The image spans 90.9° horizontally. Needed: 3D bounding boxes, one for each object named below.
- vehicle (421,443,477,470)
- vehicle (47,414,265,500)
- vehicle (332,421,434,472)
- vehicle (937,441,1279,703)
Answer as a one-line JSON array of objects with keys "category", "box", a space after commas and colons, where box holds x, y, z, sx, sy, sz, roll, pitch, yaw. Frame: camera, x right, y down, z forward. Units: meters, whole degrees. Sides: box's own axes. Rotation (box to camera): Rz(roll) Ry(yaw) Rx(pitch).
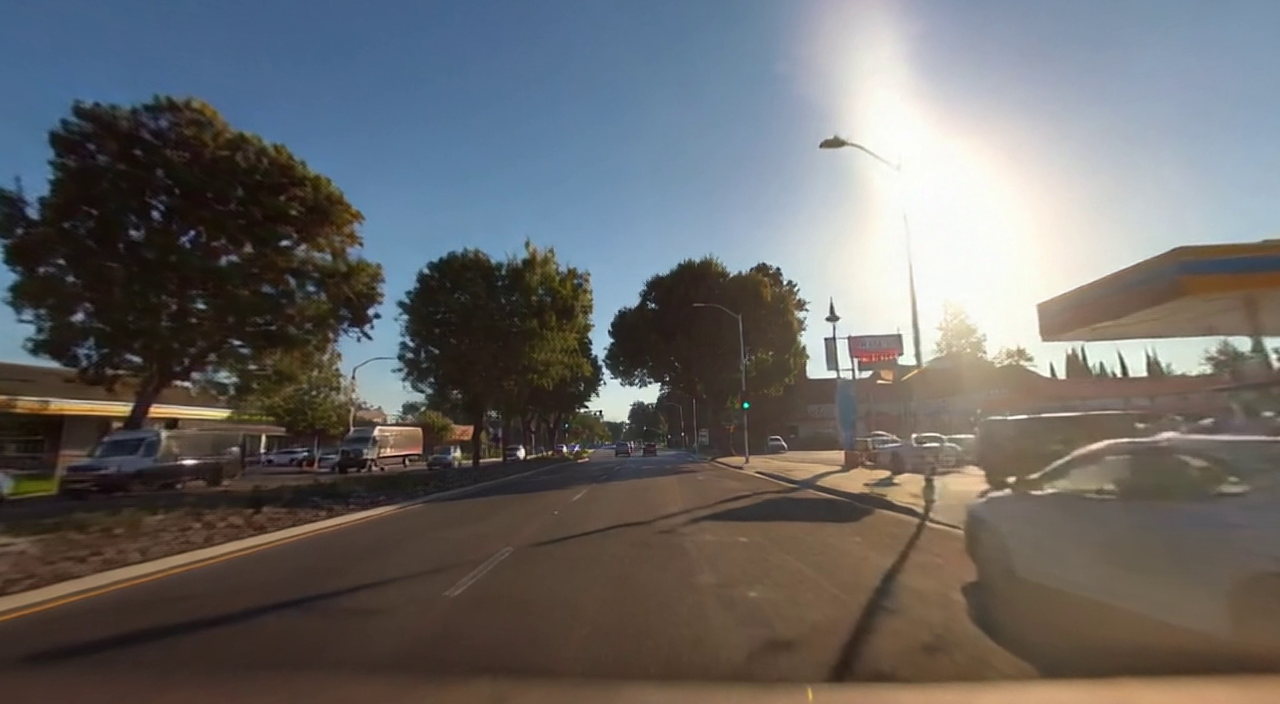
[{"category": "vehicle", "box": [-11.252, 6.192, 37.453, 1.860, 1.495, 4.409, 0, -9, 1]}, {"category": "vehicle", "box": [-18.876, 4.161, 25.400, 2.837, 2.953, 7.214, 0, -9, 2]}, {"category": "vehicle", "box": [-18.698, 7.051, 46.911, 2.958, 3.304, 10.523, 0, -9, 1]}, {"category": "vehicle", "box": [4.092, 1.353, 4.439, 1.963, 1.411, 4.637, -1, -9, 3]}]
